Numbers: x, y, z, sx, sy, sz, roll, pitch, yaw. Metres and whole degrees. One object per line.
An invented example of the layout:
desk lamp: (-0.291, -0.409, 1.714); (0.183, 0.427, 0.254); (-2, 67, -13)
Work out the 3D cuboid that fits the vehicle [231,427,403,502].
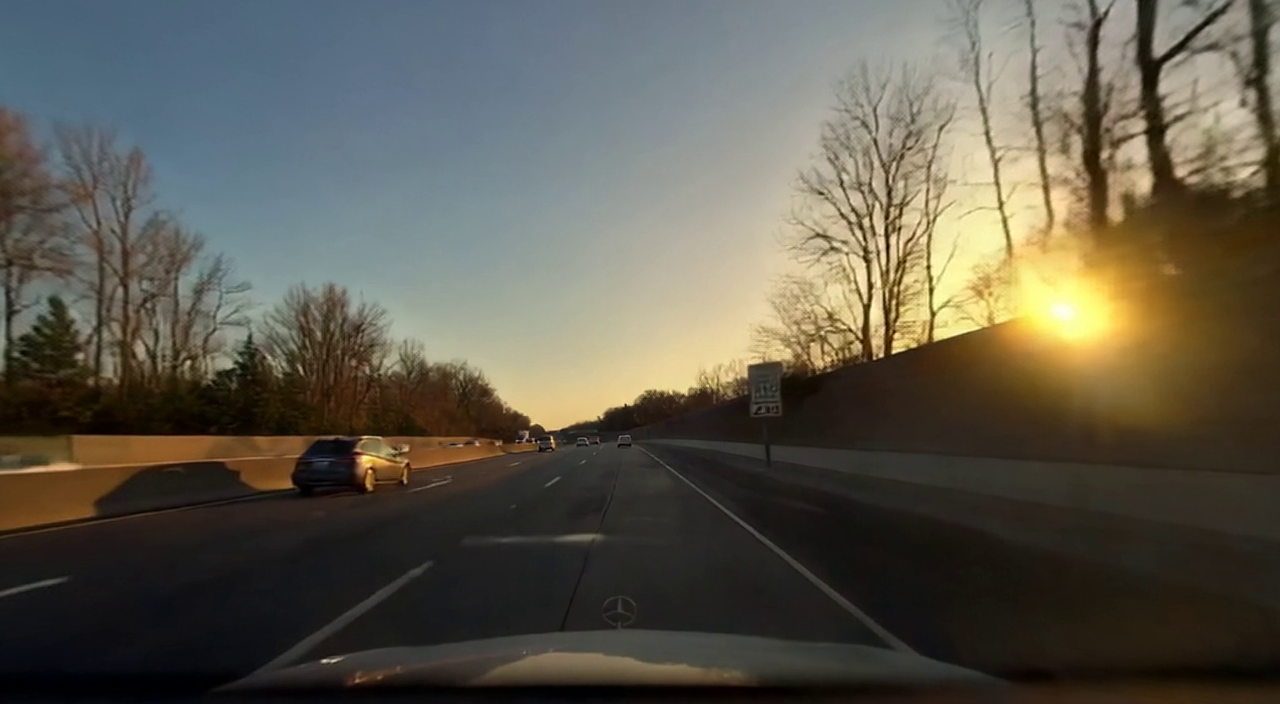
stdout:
vehicle: (-7.474, 2.617, 15.142); (1.972, 1.532, 4.222); (0, -8, -1)
